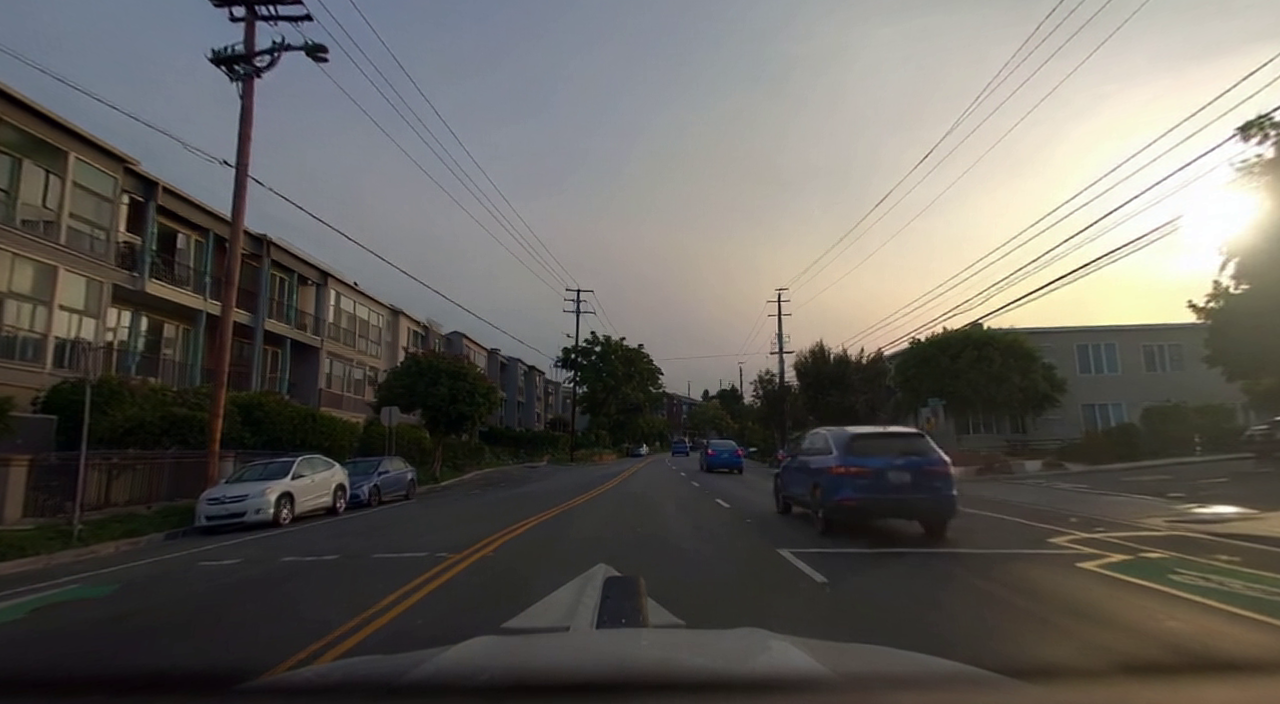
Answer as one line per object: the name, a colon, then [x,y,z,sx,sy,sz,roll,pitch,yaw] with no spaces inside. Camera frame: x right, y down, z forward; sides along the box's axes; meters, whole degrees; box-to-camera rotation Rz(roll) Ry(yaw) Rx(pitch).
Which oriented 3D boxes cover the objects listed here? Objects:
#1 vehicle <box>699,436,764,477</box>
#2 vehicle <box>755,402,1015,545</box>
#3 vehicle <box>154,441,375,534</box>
vehicle: [3.716,4.332,26.291,2.028,1.552,4.370,0,-8,-1]
vehicle: [3.653,1.943,10.705,2.368,1.840,4.896,0,-8,-1]
vehicle: [-8.509,3.064,14.949,2.381,1.825,4.652,0,-8,0]
